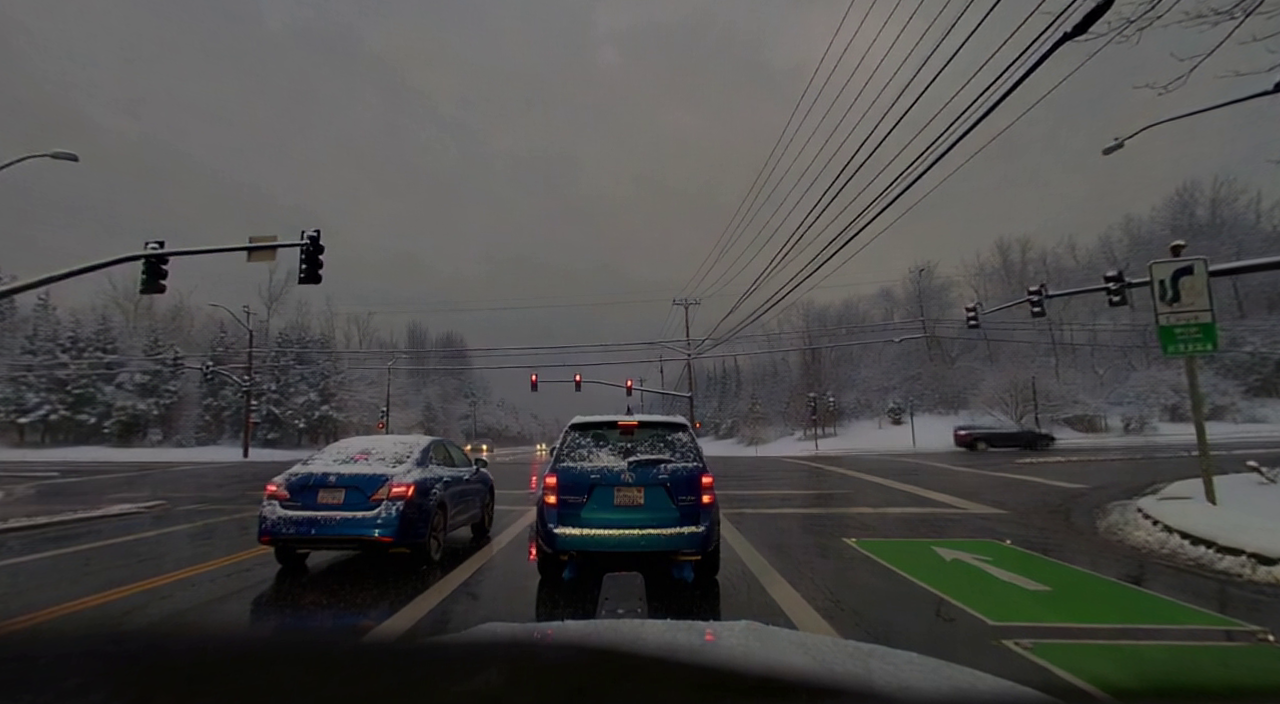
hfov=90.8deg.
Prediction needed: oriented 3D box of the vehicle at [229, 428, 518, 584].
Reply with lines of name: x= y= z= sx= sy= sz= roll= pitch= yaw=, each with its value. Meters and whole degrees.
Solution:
vehicle: x=-2.933 y=1.759 z=7.997 sx=1.969 sy=1.486 sz=3.702 roll=0 pitch=-8 yaw=1

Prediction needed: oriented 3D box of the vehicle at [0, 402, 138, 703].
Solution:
vehicle: x=-3.351 y=0.655 z=0.434 sx=1.928 sy=1.488 sz=4.936 roll=0 pitch=-8 yaw=1

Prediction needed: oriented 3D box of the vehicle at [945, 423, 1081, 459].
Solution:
vehicle: x=15.884 y=3.849 z=27.266 sx=4.715 sy=1.438 sz=2.023 roll=-3 pitch=-9 yaw=21

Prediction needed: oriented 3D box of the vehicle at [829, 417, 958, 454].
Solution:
vehicle: x=13.839 y=4.606 z=34.826 sx=6.143 sy=1.944 sz=2.229 roll=-1 pitch=-8 yaw=5

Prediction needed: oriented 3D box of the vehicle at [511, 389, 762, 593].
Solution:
vehicle: x=-0.060 y=1.508 z=7.622 sx=2.182 sy=1.773 sz=4.041 roll=0 pitch=-8 yaw=-1
